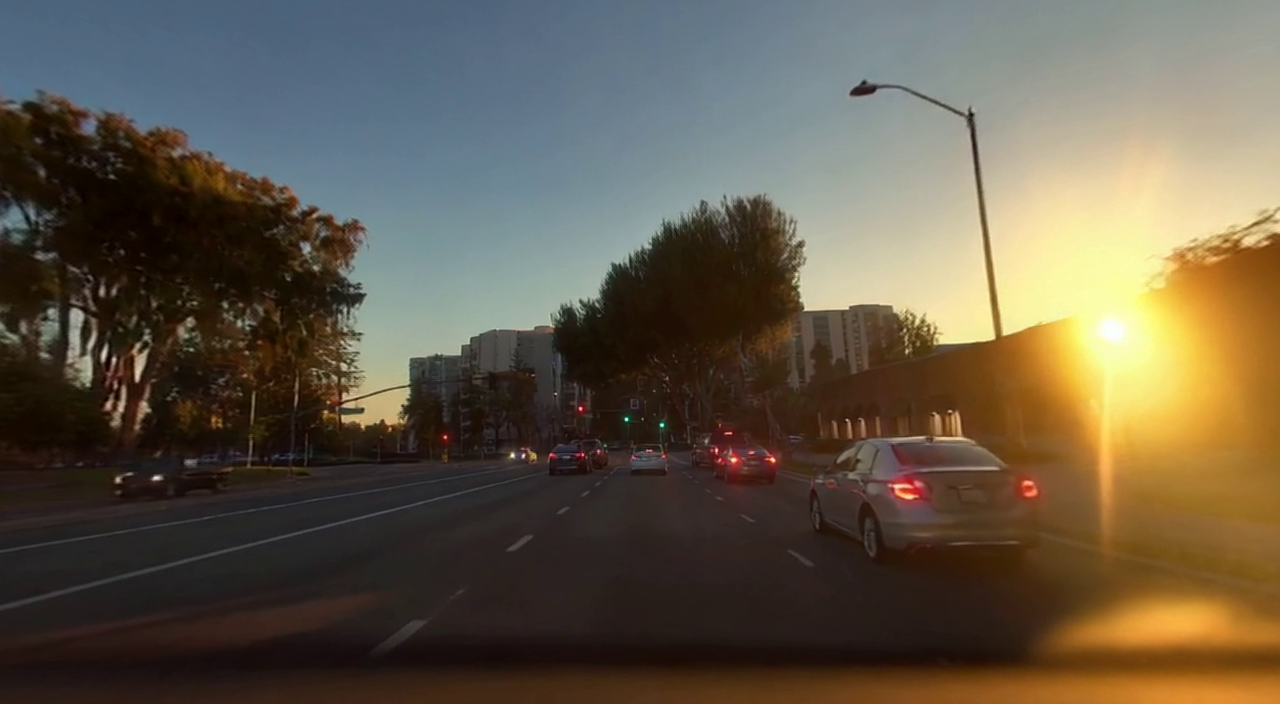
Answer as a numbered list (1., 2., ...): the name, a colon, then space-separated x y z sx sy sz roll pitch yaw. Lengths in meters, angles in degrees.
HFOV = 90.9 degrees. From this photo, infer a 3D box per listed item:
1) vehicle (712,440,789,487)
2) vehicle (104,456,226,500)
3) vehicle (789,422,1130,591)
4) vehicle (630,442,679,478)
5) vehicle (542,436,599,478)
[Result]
1. vehicle: 3.746 3.860 22.177 1.913 1.463 4.198 0 -8 -1
2. vehicle: -22.402 5.920 30.053 2.025 1.802 4.848 0 -8 0
3. vehicle: 3.338 1.692 7.801 1.948 1.474 4.360 0 -8 0
4. vehicle: 0.607 4.714 27.749 1.971 1.433 3.923 0 -8 1
5. vehicle: -3.084 4.767 28.848 2.023 1.720 4.452 0 -8 1
